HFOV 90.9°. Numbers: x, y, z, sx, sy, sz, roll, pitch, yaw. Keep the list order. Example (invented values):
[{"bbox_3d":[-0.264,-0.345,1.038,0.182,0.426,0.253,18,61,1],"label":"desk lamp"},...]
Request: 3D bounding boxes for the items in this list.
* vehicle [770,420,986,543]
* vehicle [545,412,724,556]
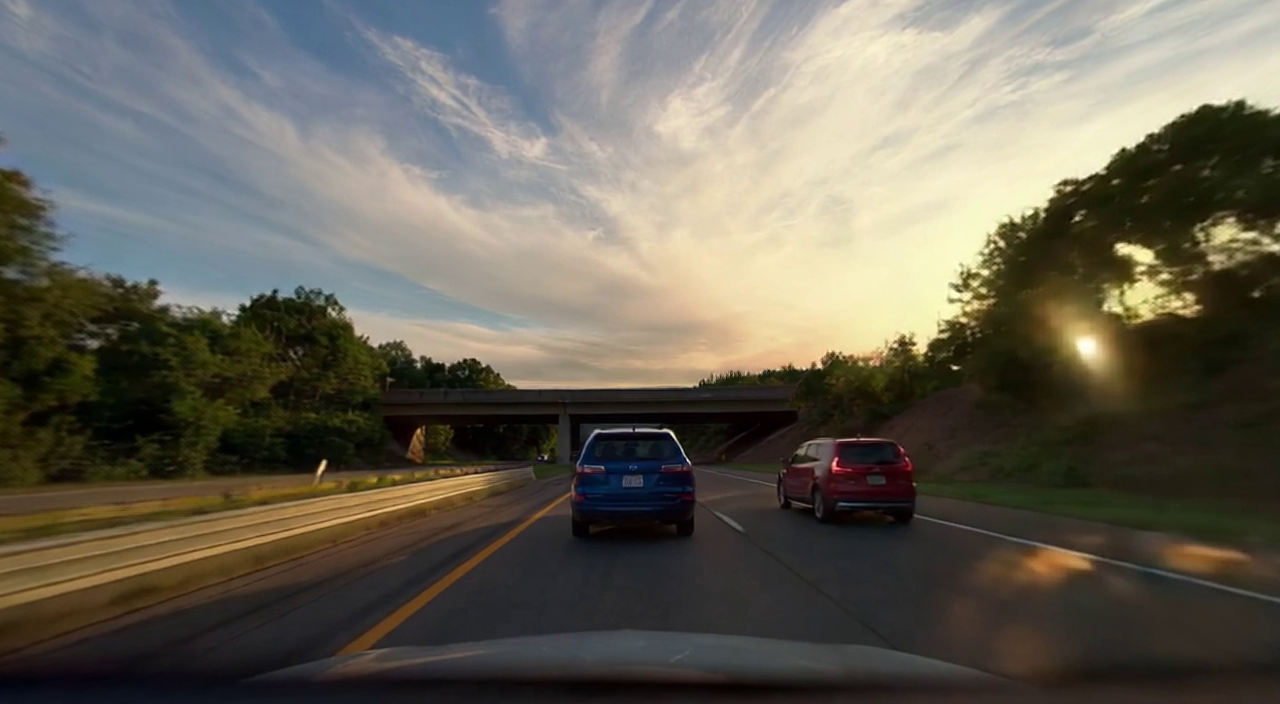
[{"bbox_3d":[3.937,2.237,11.489,2.043,1.767,4.620,0,-9,-1],"label":"vehicle"},{"bbox_3d":[-0.087,2.010,10.169,2.288,1.823,4.059,0,-9,0],"label":"vehicle"}]
